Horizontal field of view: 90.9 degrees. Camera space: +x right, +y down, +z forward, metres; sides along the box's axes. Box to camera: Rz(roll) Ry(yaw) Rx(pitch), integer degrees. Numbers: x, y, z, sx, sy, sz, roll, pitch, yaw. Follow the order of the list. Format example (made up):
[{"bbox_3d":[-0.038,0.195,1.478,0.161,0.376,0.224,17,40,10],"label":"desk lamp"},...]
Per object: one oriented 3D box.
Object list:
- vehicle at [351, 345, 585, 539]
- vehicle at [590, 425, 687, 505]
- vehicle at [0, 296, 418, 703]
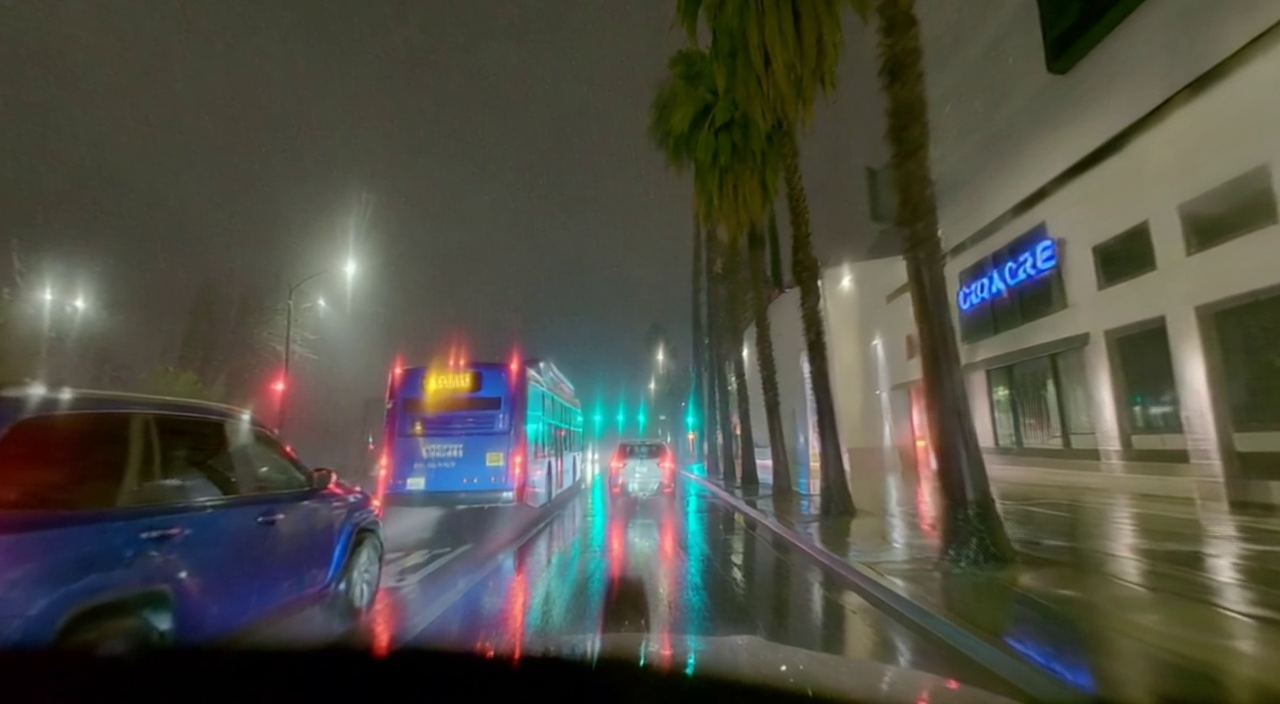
[{"bbox_3d":[-3.061,2.012,14.170,2.775,3.064,8.297,0,-8,1],"label":"vehicle"},{"bbox_3d":[-0.030,2.762,15.812,2.120,1.727,3.917,0,-8,0],"label":"vehicle"},{"bbox_3d":[-3.040,0.919,3.201,2.124,1.799,4.587,0,-8,0],"label":"vehicle"}]
